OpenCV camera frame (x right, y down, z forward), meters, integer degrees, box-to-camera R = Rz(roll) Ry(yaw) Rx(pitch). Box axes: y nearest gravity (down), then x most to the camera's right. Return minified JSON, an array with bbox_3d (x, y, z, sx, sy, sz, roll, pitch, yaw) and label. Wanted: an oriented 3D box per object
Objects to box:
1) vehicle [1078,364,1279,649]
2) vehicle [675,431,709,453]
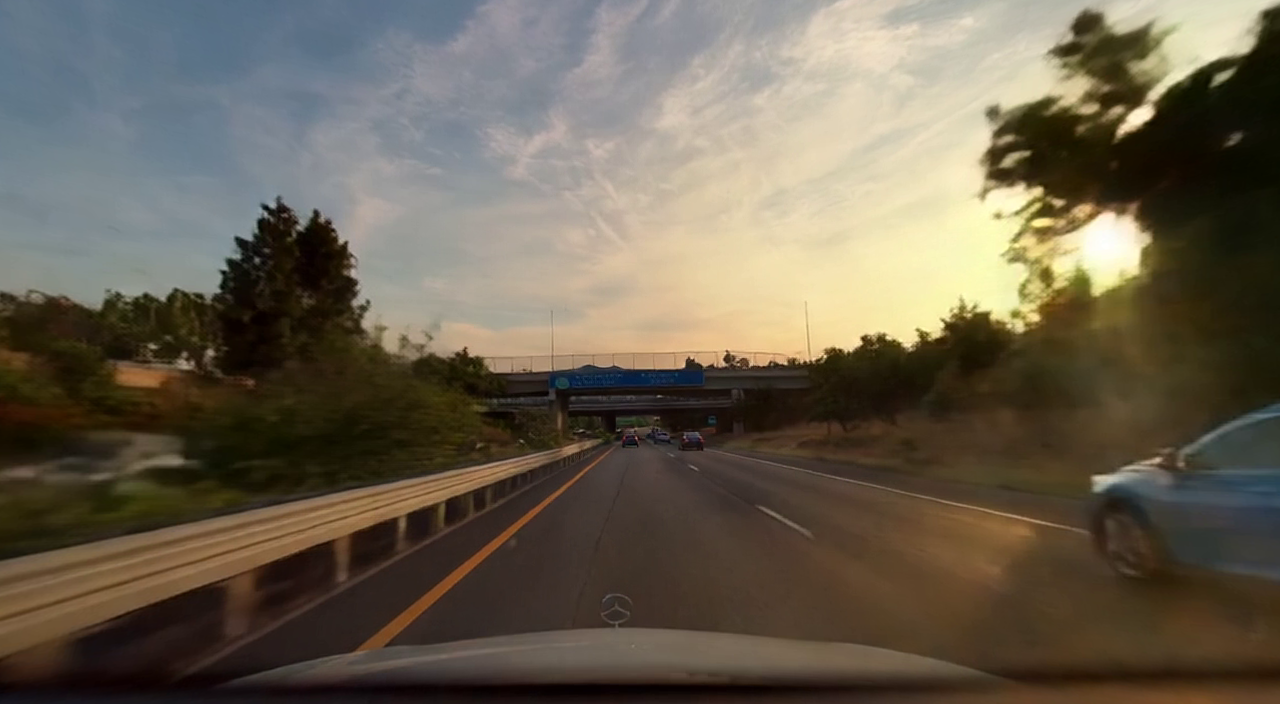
[{"bbox_3d":[4.790,0.843,3.227,2.073,1.651,4.065,0,-8,-1],"label":"vehicle"},{"bbox_3d":[3.821,6.681,46.994,2.010,1.526,4.438,0,-8,-3],"label":"vehicle"}]
